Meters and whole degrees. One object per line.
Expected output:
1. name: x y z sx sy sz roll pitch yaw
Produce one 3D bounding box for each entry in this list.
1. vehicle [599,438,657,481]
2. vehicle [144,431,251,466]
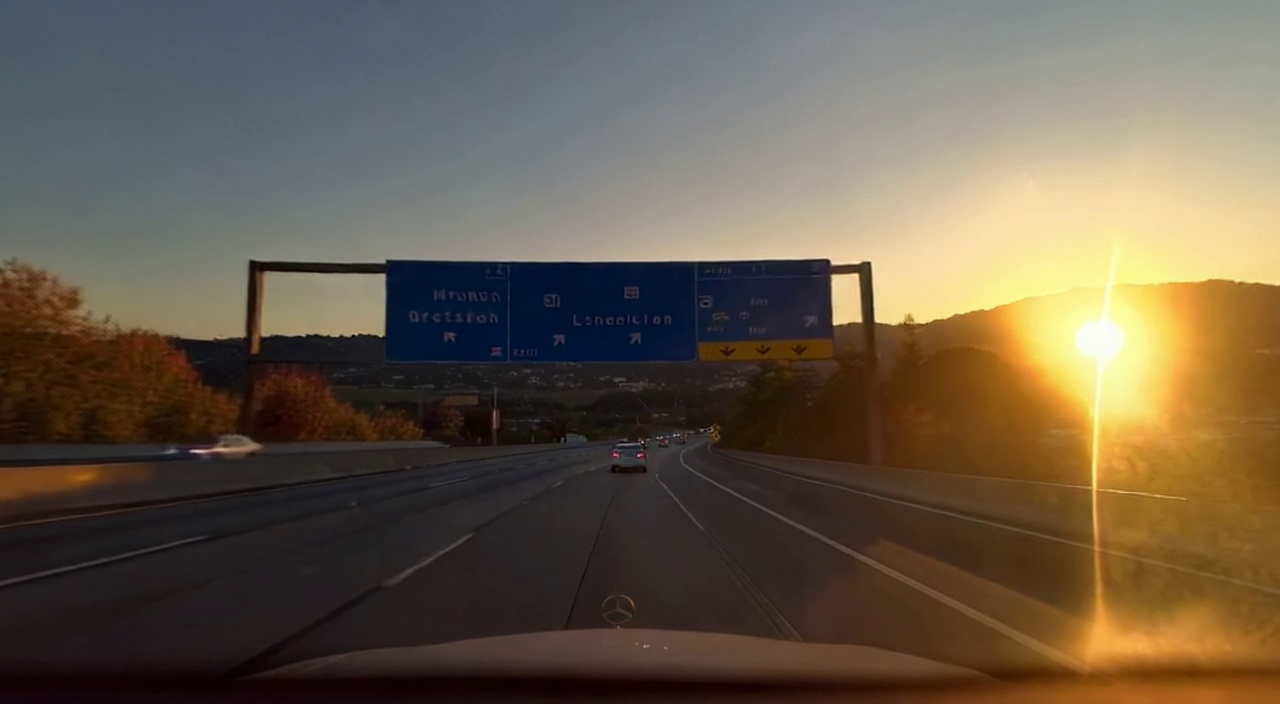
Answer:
1. vehicle: -0.391 4.136 24.405 2.055 1.509 4.255 0 -9 1
2. vehicle: -21.902 4.839 31.304 1.957 1.597 4.605 0 -9 1
